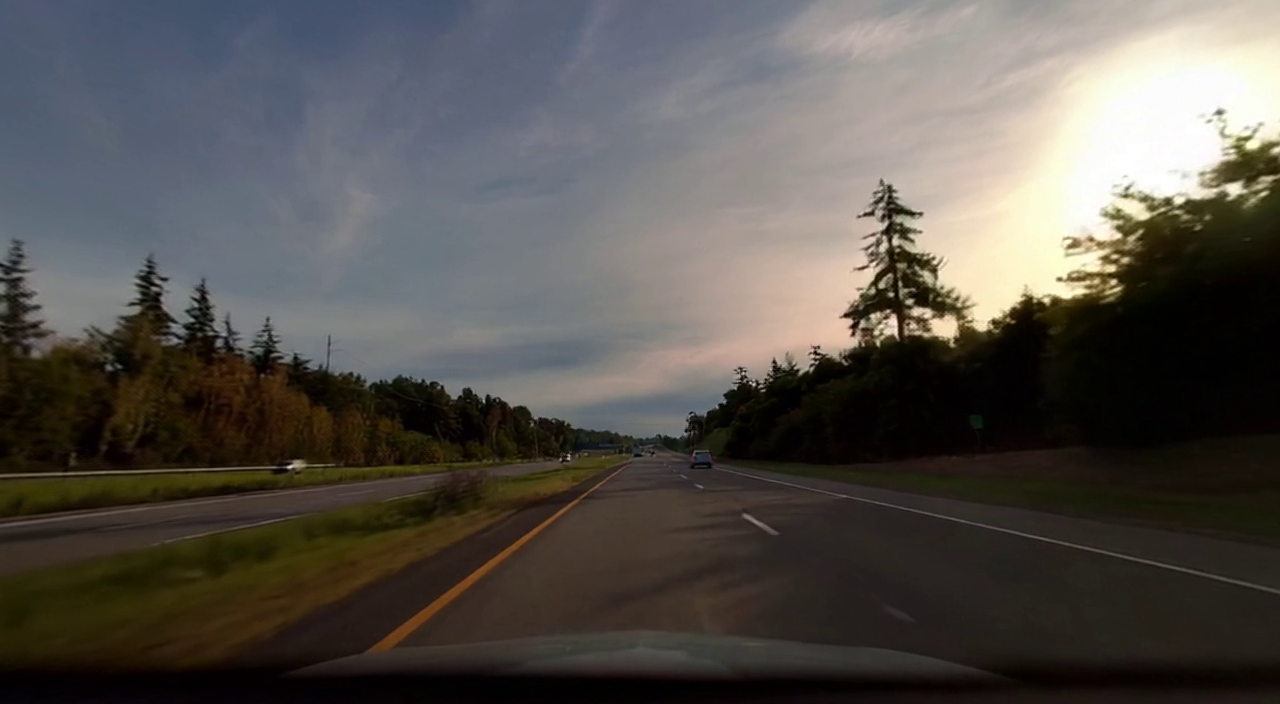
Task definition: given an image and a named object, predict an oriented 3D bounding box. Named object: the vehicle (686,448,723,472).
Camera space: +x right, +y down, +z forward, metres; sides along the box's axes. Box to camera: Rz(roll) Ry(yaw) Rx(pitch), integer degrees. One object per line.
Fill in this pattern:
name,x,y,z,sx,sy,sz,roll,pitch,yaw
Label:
vehicle,4.330,7.333,43.009,1.984,1.481,4.376,0,-9,0
